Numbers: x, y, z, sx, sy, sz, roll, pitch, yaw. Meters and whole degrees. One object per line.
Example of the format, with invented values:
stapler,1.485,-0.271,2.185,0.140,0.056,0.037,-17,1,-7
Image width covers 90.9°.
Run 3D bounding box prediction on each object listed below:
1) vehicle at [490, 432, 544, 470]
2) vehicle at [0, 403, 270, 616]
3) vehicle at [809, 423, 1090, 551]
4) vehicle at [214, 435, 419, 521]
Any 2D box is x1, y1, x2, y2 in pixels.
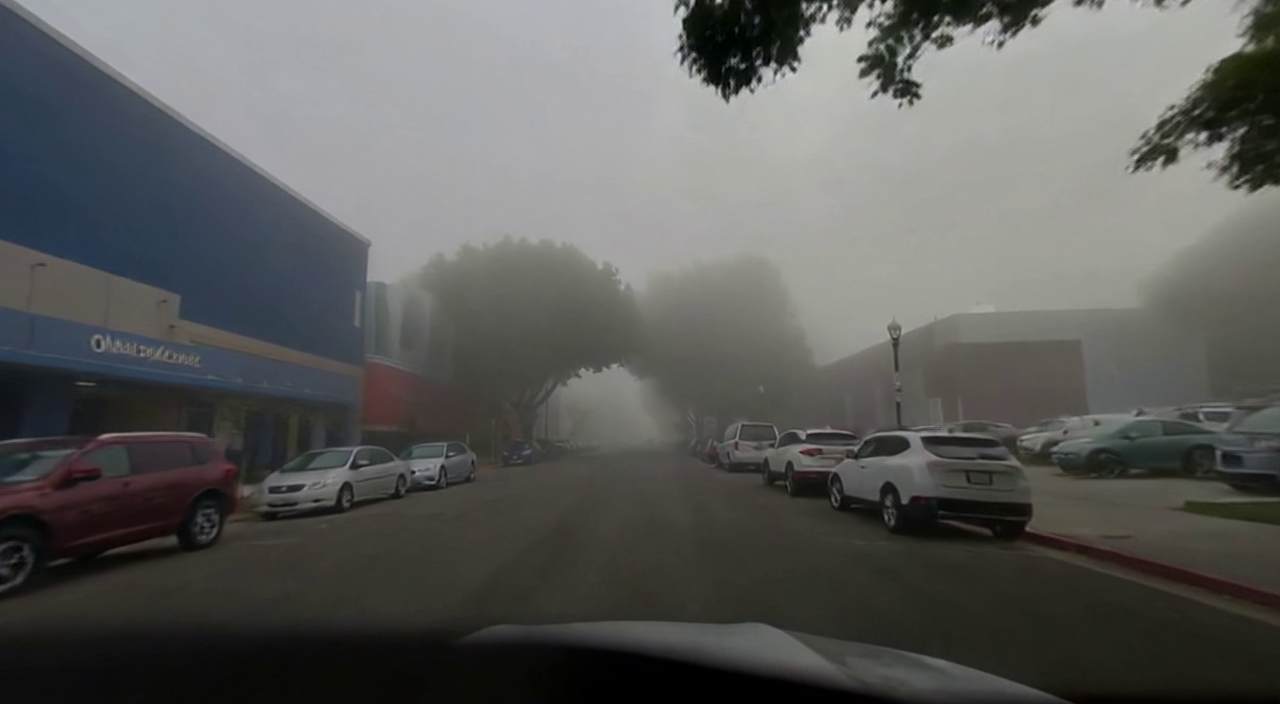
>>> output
vehicle,-6.547,5.285,34.119,1.996,1.770,5.518,-1,-6,-2
vehicle,-6.938,1.616,7.605,2.238,1.891,4.780,-1,-5,-3
vehicle,4.298,1.877,9.880,1.973,1.494,4.867,0,-7,0
vehicle,-7.000,2.706,14.409,2.001,1.502,4.851,-1,-6,2
